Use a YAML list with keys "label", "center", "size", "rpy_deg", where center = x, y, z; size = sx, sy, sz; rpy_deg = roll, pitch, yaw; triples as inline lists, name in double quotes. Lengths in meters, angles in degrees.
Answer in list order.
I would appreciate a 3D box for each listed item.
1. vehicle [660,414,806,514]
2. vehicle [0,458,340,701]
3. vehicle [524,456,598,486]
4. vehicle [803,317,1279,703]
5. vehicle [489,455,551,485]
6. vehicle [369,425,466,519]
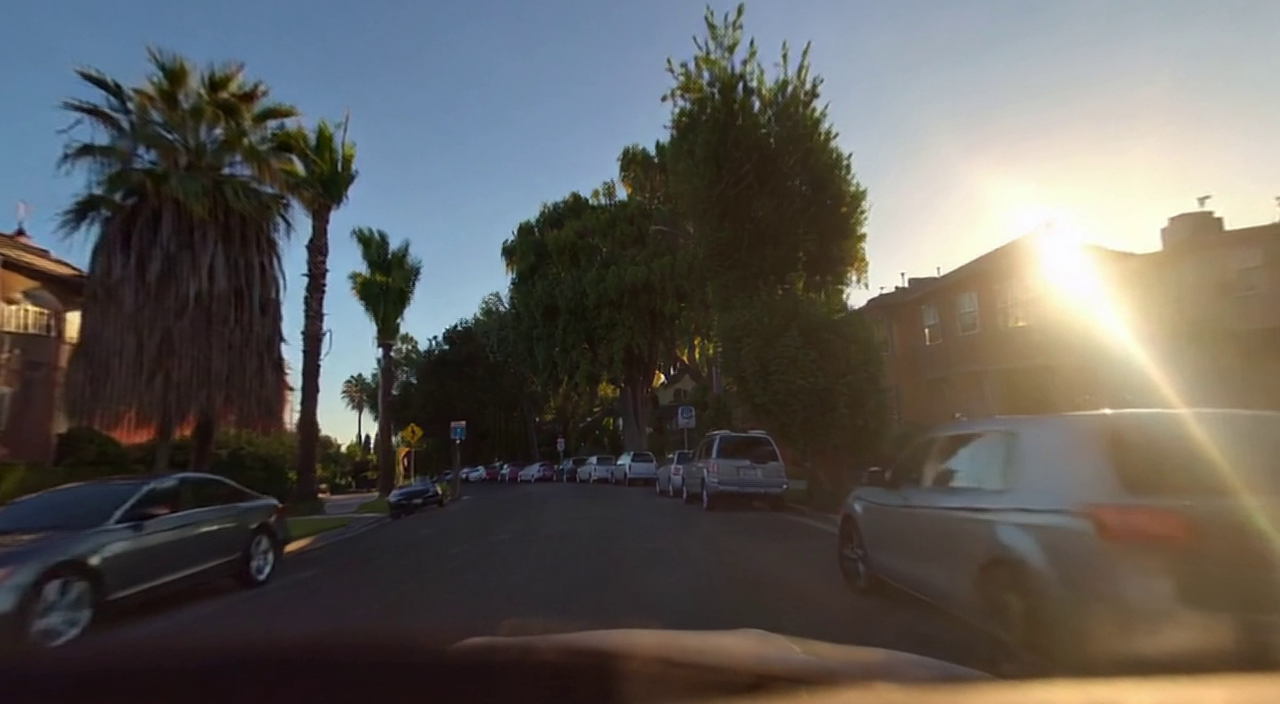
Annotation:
- label: "vehicle"
  center: [1.998, 2.686, 15.365]
  size: [2.139, 1.997, 4.864]
  rpy_deg: [1, -9, -8]
- label: "vehicle"
  center: [-4.947, 1.768, 5.970]
  size: [1.908, 1.482, 4.612]
  rpy_deg: [0, -9, 0]
- label: "vehicle"
  center: [-4.513, 6.594, 35.252]
  size: [2.108, 1.503, 4.977]
  rpy_deg: [6, -11, -32]
- label: "vehicle"
  center: [2.614, 1.080, 4.016]
  size: [2.076, 1.658, 4.604]
  rpy_deg: [-1, -9, 3]
- label: "vehicle"
  center: [-7.631, 7.398, 39.696]
  size: [1.918, 1.753, 4.655]
  rpy_deg: [7, -12, -36]
- label: "vehicle"
  center: [-7.060, 3.866, 20.598]
  size: [2.337, 2.289, 6.092]
  rpy_deg: [-6, -9, -16]
